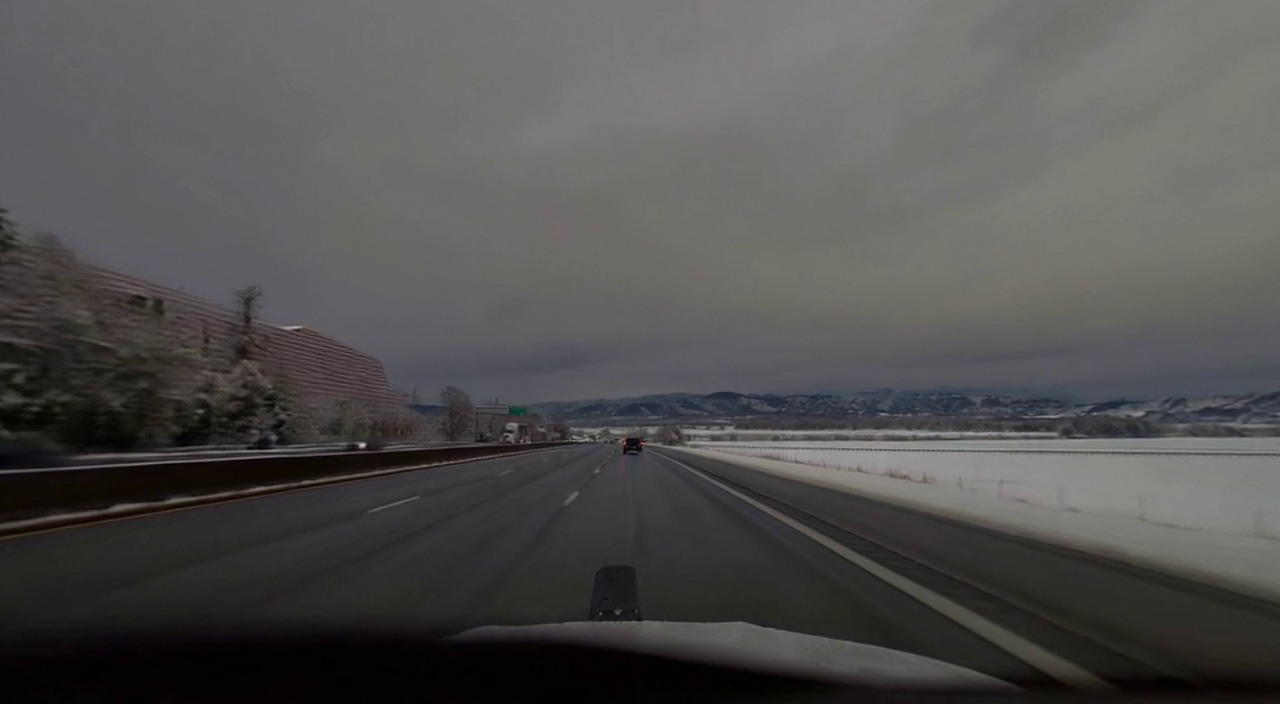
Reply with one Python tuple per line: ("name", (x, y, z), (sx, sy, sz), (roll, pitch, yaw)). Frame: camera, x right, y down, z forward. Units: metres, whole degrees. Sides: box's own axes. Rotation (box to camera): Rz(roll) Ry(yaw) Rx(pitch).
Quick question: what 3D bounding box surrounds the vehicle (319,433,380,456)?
("vehicle", (-19.763, 6.324, 43.060), (2.081, 1.507, 4.533), (0, -8, -1))
